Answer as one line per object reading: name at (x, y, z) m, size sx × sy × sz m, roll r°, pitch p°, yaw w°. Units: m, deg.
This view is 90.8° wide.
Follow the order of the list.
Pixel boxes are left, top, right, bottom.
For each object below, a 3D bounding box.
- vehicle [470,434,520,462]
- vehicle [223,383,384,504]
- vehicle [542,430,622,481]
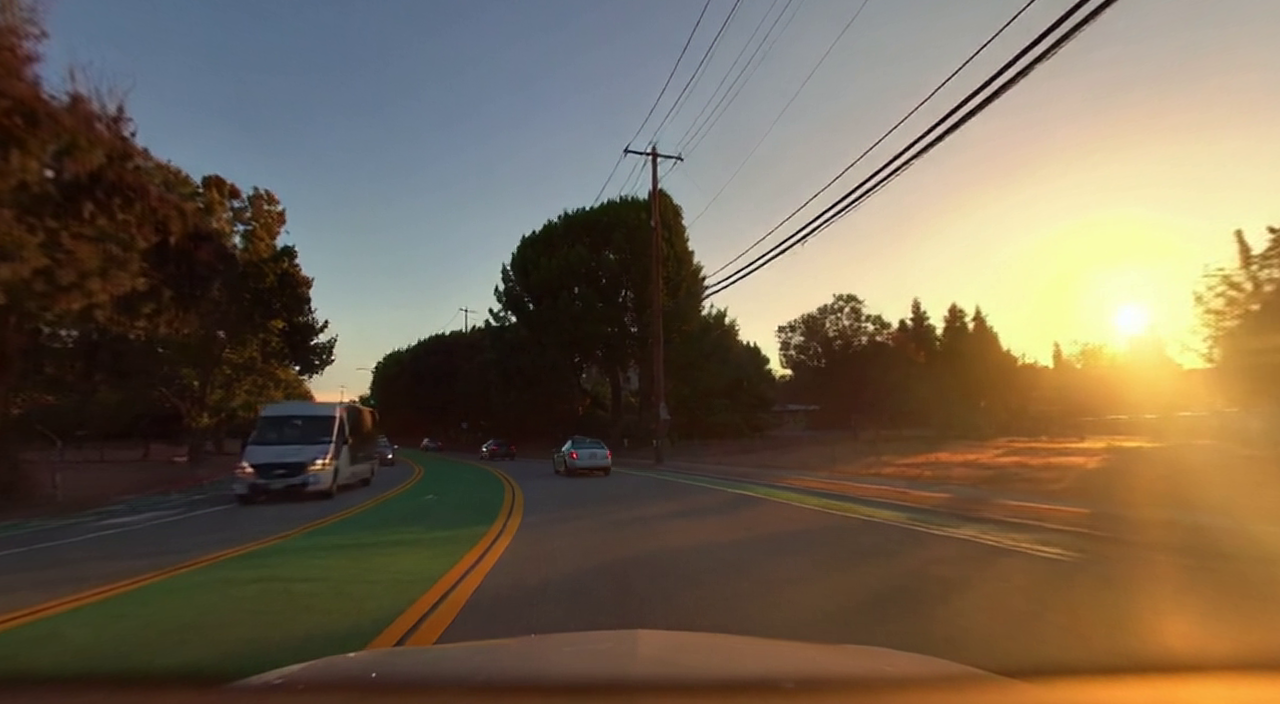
vehicle at (-9.714, 6.384, 42.011) m, size 2.075 × 1.699 × 4.520 m, roll 5°, pitch -10°, yaw -28°
vehicle at (-9.456, 2.705, 18.662) m, size 2.413 × 2.872 × 6.823 m, roll 2°, pitch -9°, yaw -13°
vehicle at (-2.403, 4.054, 24.918) m, size 2.140 × 1.767 × 4.720 m, roll 3°, pitch -9°, yaw -18°
